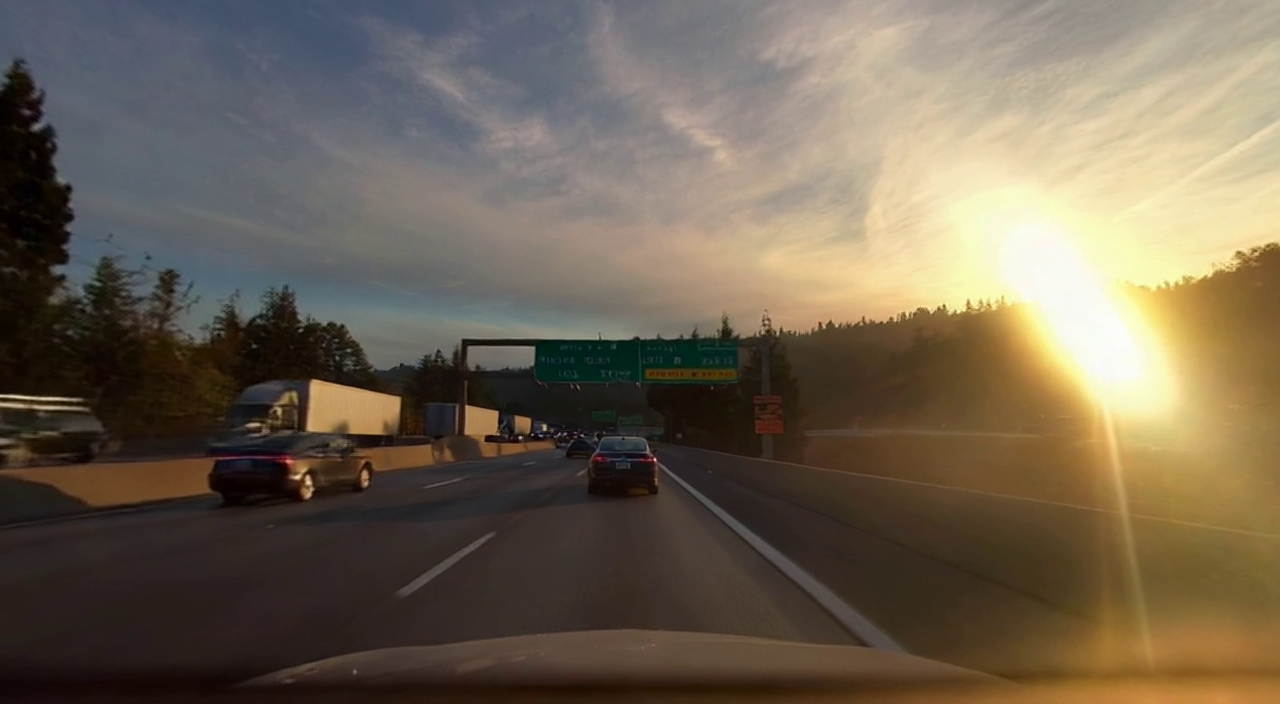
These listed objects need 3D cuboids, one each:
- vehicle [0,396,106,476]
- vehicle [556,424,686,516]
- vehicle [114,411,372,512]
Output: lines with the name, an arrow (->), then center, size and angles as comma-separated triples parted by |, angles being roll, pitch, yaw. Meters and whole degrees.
vehicle -> -14.628, 1.859, 13.896 | 1.895, 1.683, 4.224 | 0, -8, 0
vehicle -> -0.320, 2.261, 12.636 | 2.127, 1.497, 4.445 | 0, -8, 0
vehicle -> -7.558, 2.139, 12.718 | 2.325, 1.663, 4.426 | 0, -8, 0
